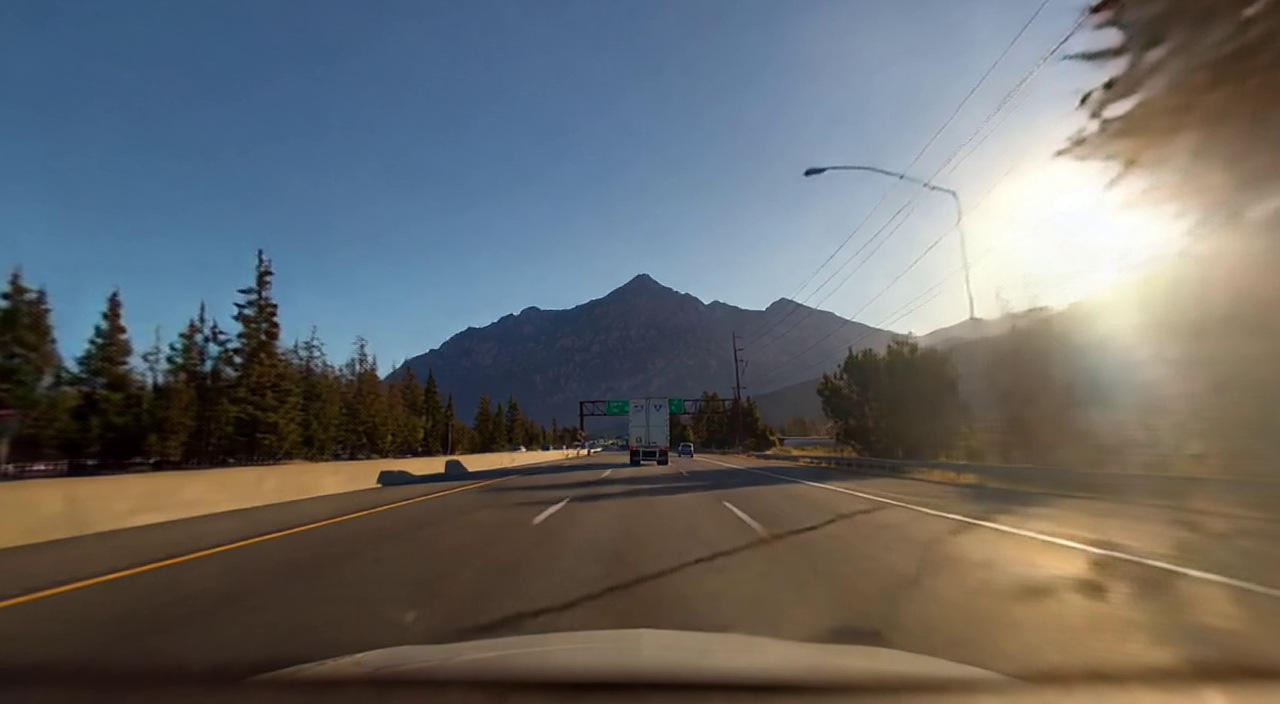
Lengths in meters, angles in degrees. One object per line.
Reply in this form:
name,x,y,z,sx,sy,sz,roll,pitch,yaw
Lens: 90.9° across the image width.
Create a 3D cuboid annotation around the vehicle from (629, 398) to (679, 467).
vehicle,0.774,5.634,43.368,2.919,4.101,11.541,0,-8,-1
